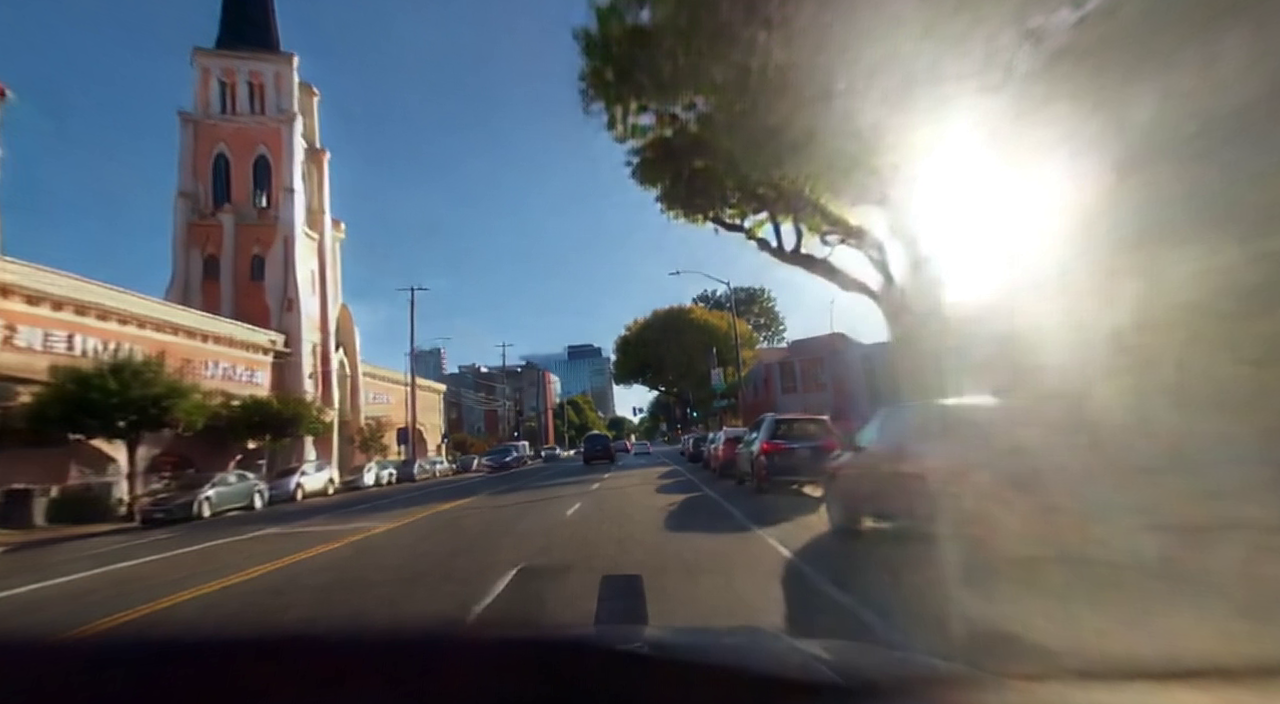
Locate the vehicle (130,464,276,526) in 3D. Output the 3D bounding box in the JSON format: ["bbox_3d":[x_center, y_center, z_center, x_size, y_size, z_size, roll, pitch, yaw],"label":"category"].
[{"bbox_3d":[-15.009,4.888,22.096,1.978,1.819,4.477,0,-9,-2],"label":"vehicle"}]

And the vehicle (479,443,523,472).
[{"bbox_3d":[-8.790,6.671,40.248,1.842,1.735,4.066,-1,-9,1],"label":"vehicle"}]

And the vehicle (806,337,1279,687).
[{"bbox_3d":[3.603,1.278,6.708,2.055,1.857,6.596,-1,-8,2],"label":"vehicle"}]

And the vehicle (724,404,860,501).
[{"bbox_3d":[3.499,2.426,15.746,2.124,1.975,5.131,-1,-8,1],"label":"vehicle"}]

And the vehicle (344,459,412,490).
[{"bbox_3d":[-15.334,7.163,37.255,2.076,1.672,4.499,0,-9,0],"label":"vehicle"}]

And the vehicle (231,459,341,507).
[{"bbox_3d":[-15.319,5.672,27.726,2.014,1.846,4.920,0,-9,-1],"label":"vehicle"}]

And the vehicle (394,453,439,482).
[{"bbox_3d":[-15.315,7.892,43.457,1.751,1.865,3.735,0,-9,-1],"label":"vehicle"}]

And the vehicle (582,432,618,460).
[{"bbox_3d":[-2.870,6.944,46.536,2.293,1.936,4.737,-1,-9,1],"label":"vehicle"}]
